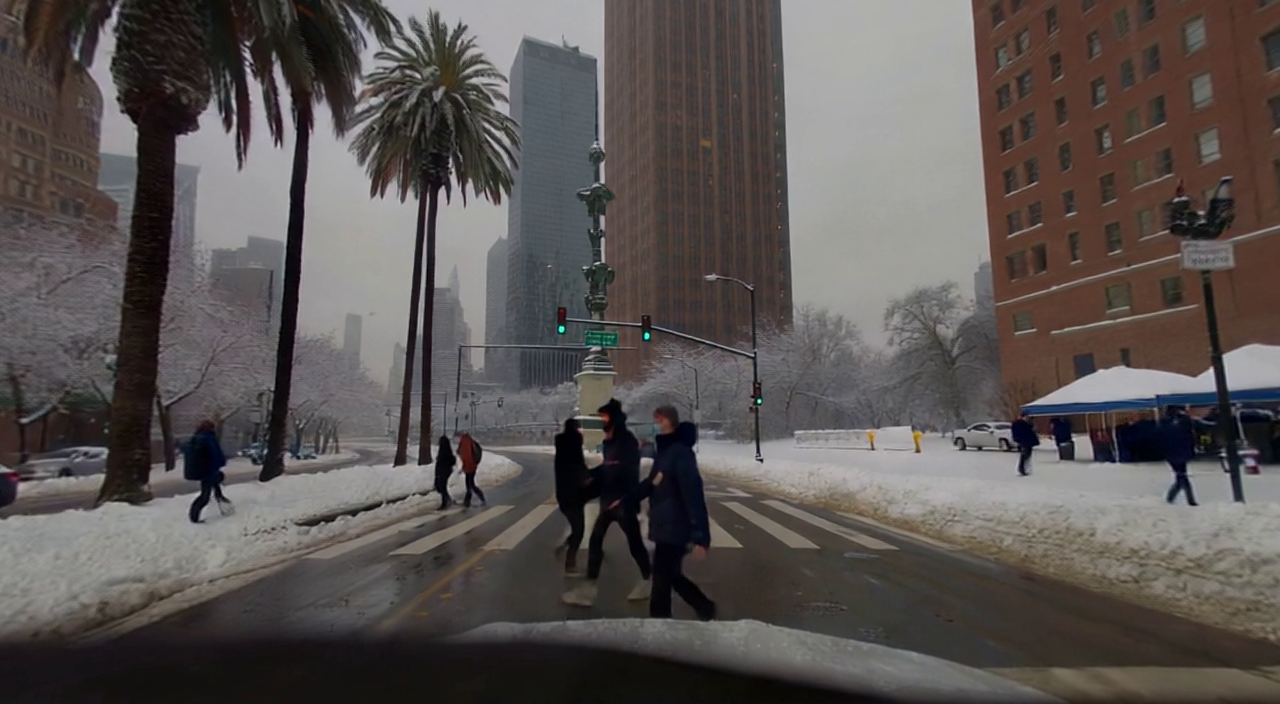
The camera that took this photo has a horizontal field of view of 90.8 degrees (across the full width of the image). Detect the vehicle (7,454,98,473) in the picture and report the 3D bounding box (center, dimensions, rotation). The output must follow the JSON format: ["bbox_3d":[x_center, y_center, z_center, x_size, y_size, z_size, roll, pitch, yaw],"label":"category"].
[{"bbox_3d":[-45.939,8.711,49.570,2.121,1.294,5.167,0,-8,1],"label":"vehicle"}]

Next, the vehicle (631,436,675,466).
[{"bbox_3d":[0.893,7.262,46.546,2.322,2.071,5.366,1,-9,-9],"label":"vehicle"}]
